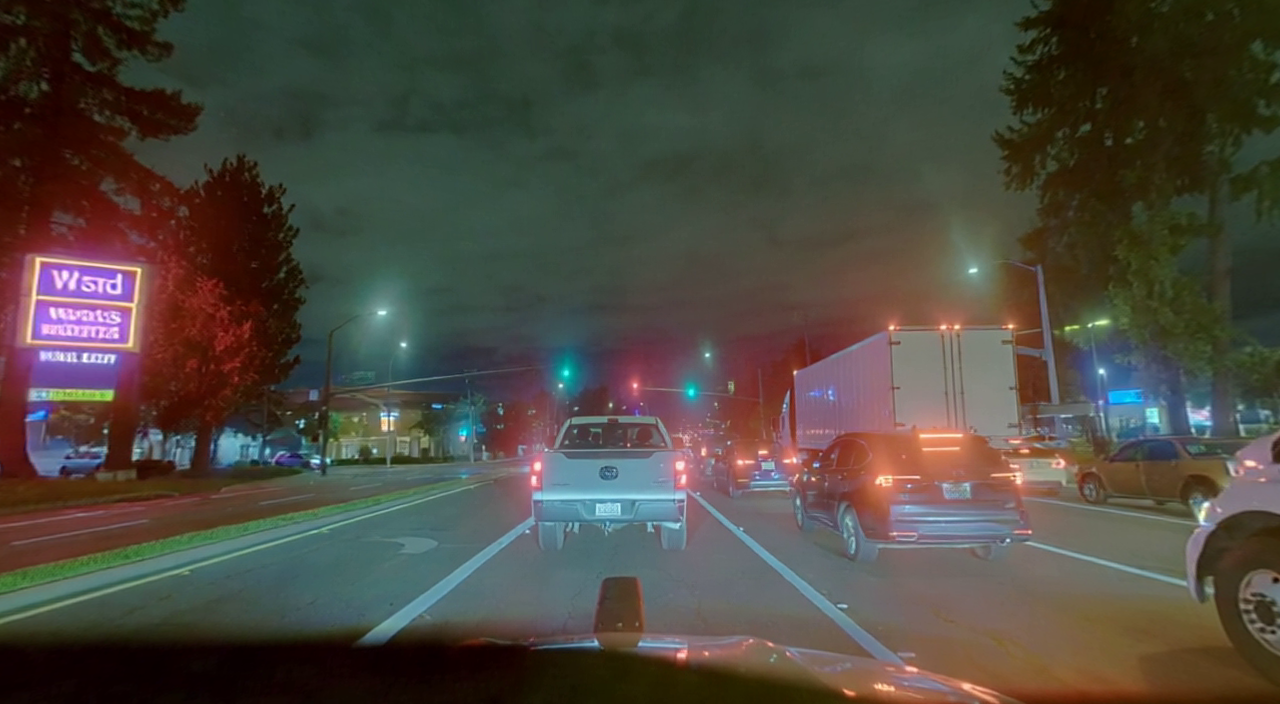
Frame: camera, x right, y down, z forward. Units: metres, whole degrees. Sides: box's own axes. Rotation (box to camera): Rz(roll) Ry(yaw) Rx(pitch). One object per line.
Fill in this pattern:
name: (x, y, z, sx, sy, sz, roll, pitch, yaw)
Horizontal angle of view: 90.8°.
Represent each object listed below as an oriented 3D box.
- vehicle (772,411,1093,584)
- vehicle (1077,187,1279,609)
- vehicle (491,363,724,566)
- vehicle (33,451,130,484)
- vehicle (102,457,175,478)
vehicle: (3.247, 1.736, 8.436, 1.905, 1.587, 4.998, 0, -9, 0)
vehicle: (6.514, 0.114, 3.414, 2.802, 3.322, 7.429, 0, -9, -1)
vehicle: (-0.365, 1.595, 9.455, 2.499, 2.183, 5.111, 0, -9, 0)
vehicle: (-28.566, 5.896, 32.491, 1.730, 1.534, 3.922, 1, -9, -8)
vehicle: (-38.195, 8.787, 48.131, 4.150, 1.474, 1.826, -1, -9, 6)
